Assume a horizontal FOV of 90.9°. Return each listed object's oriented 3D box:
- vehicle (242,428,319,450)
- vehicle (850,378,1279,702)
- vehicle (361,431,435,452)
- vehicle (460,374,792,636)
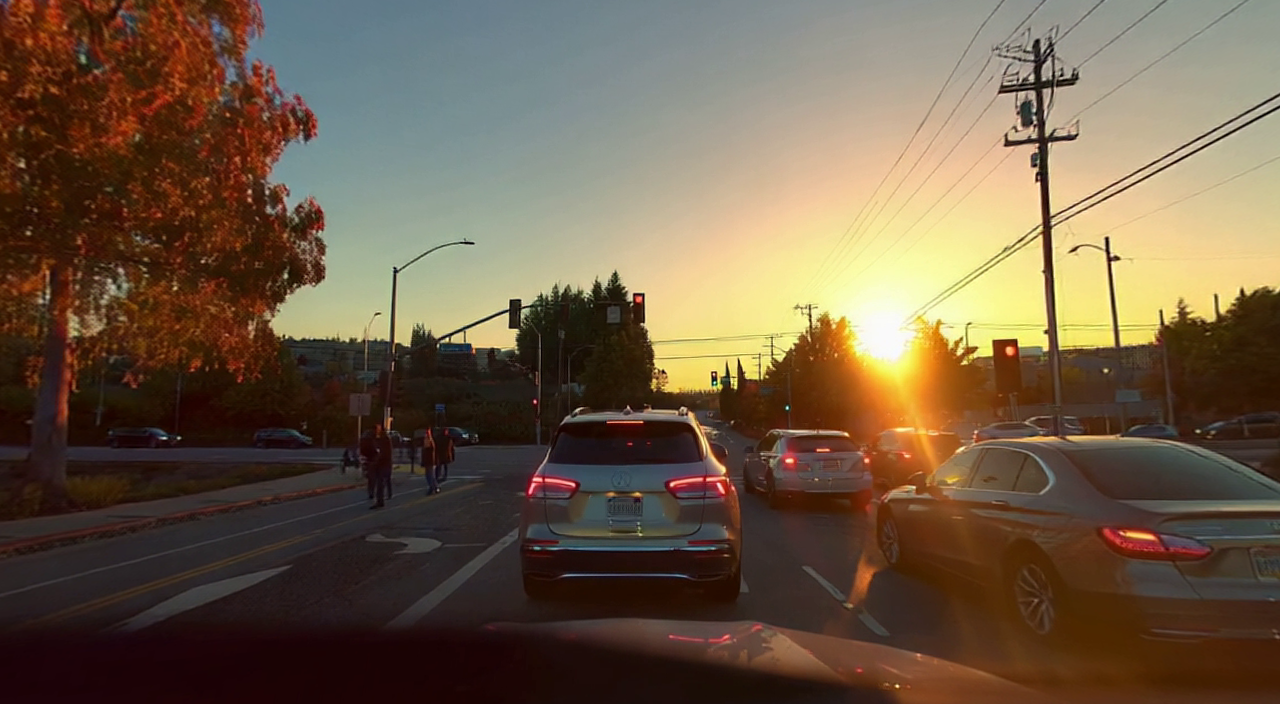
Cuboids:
[{"bbox_3d":[-26.846,6.530,47.203,4.587,1.639,1.878,0,-8,0],"label":"vehicle"},{"bbox_3d":[3.555,1.294,5.558,1.948,1.677,4.437,0,-8,1],"label":"vehicle"},{"bbox_3d":[-17.758,6.560,46.365,4.607,1.478,1.995,0,-8,0],"label":"vehicle"},{"bbox_3d":[-0.143,1.365,6.632,2.271,1.786,4.443,0,-8,-1],"label":"vehicle"}]
